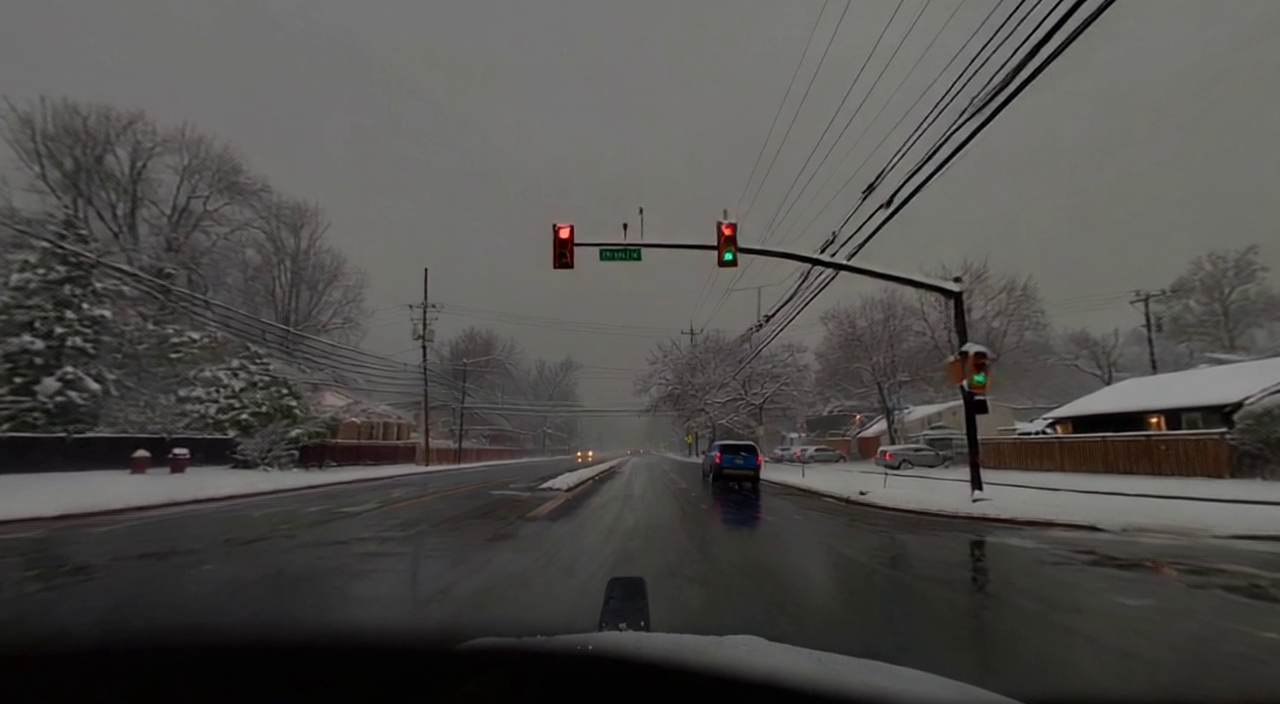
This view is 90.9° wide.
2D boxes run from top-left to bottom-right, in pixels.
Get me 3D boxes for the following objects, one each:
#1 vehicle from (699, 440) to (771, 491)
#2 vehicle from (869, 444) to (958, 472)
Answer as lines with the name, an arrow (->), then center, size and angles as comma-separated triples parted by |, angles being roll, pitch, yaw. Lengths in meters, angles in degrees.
vehicle -> 3.705, 4.534, 25.546 | 2.144, 1.843, 4.827 | 0, -9, -1
vehicle -> 15.456, 6.003, 35.802 | 4.135, 1.558, 1.929 | 0, -8, 2
